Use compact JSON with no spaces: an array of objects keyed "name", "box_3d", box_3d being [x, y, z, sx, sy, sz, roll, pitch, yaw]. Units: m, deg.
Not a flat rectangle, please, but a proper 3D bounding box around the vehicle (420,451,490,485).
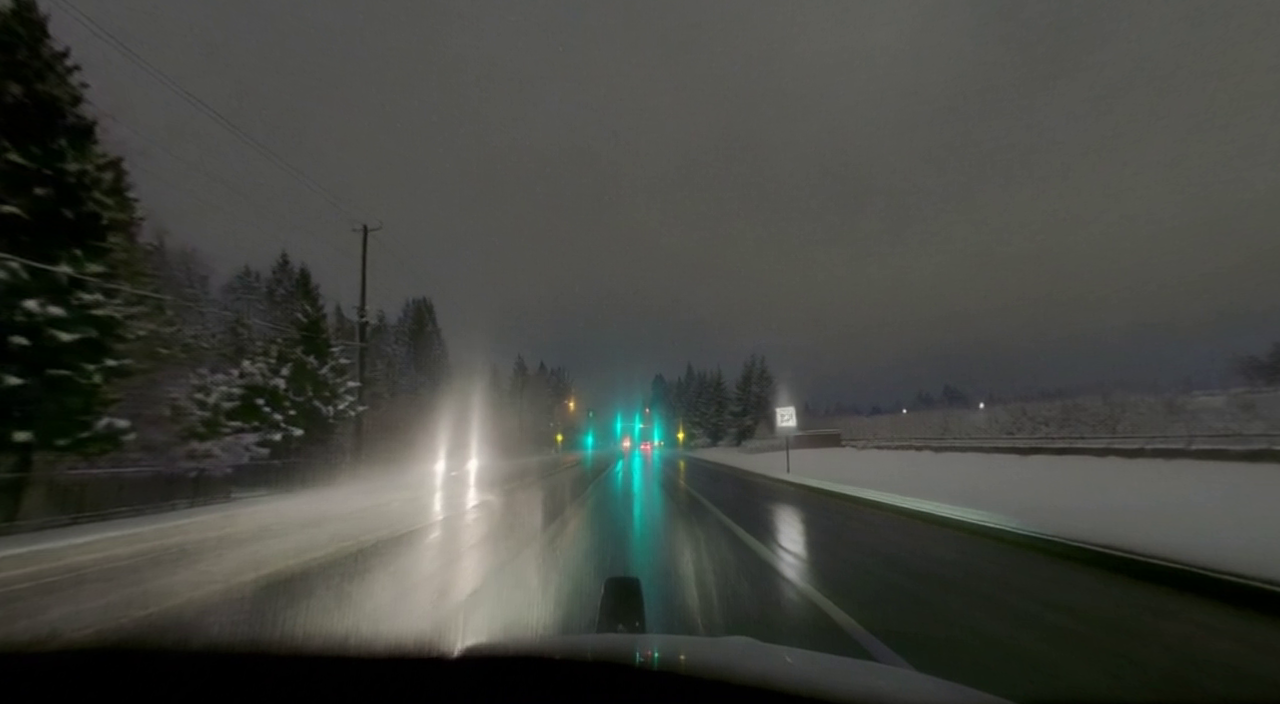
[{"name":"vehicle","box_3d":[-8.930,5.627,30.955,2.011,1.482,4.671,0,-8,0]}]
